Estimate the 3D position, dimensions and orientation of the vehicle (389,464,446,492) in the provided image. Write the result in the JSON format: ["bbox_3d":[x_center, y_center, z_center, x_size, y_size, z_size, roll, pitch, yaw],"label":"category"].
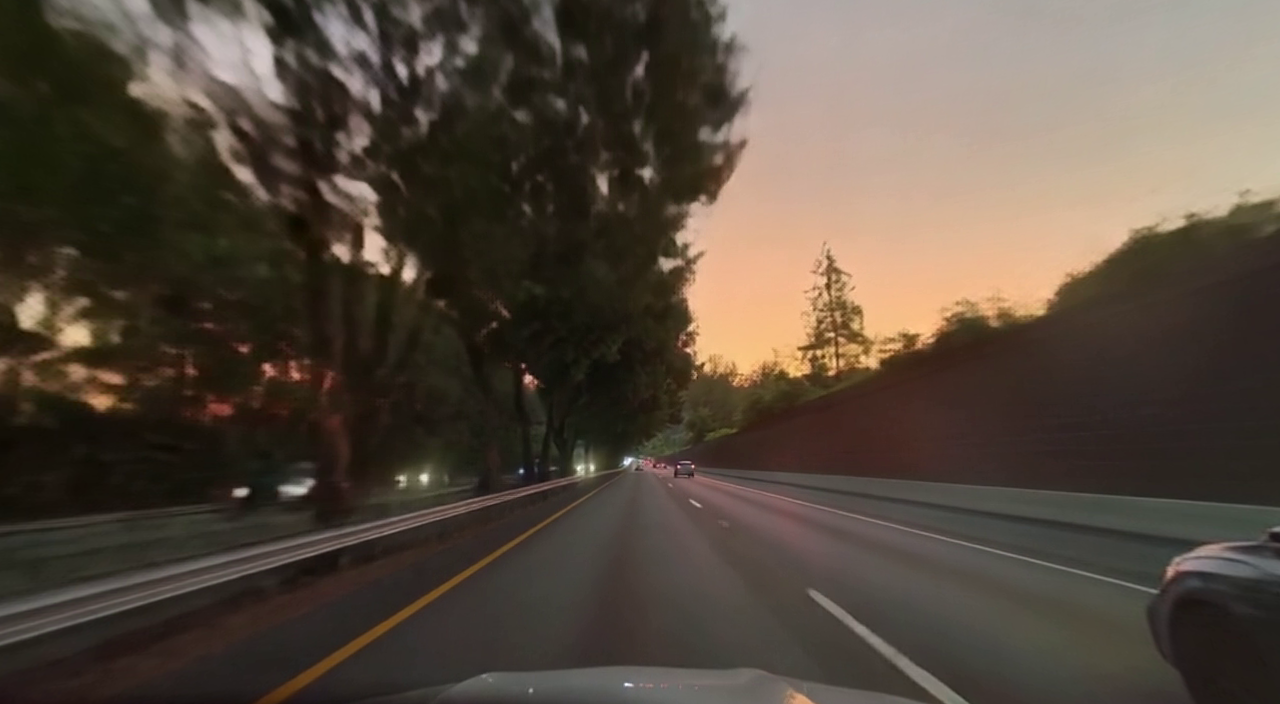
[{"bbox_3d":[-12.727,7.233,36.301,1.850,1.498,3.693,1,-10,1],"label":"vehicle"}]

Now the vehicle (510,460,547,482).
[{"bbox_3d":[-7.963,8.568,45.346,1.916,1.457,3.642,0,-10,2],"label":"vehicle"}]

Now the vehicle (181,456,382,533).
[{"bbox_3d":[-7.874,3.175,14.462,2.049,1.456,4.249,1,-10,1],"label":"vehicle"}]
